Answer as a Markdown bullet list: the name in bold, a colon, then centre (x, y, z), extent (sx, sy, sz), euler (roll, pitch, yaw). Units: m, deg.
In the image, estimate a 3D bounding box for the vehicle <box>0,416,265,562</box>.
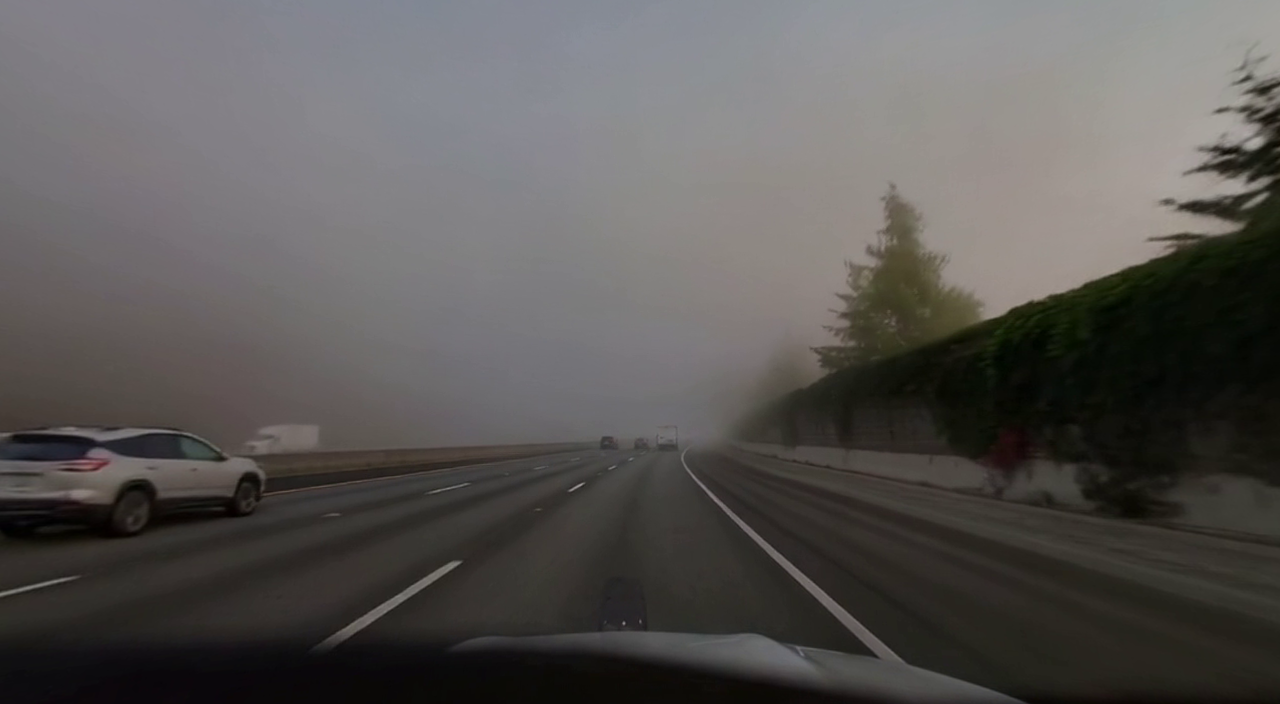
- **vehicle**: centre (-7.461, 1.694, 8.396), extent (1.914, 1.478, 4.741), euler (0, -8, 1)
